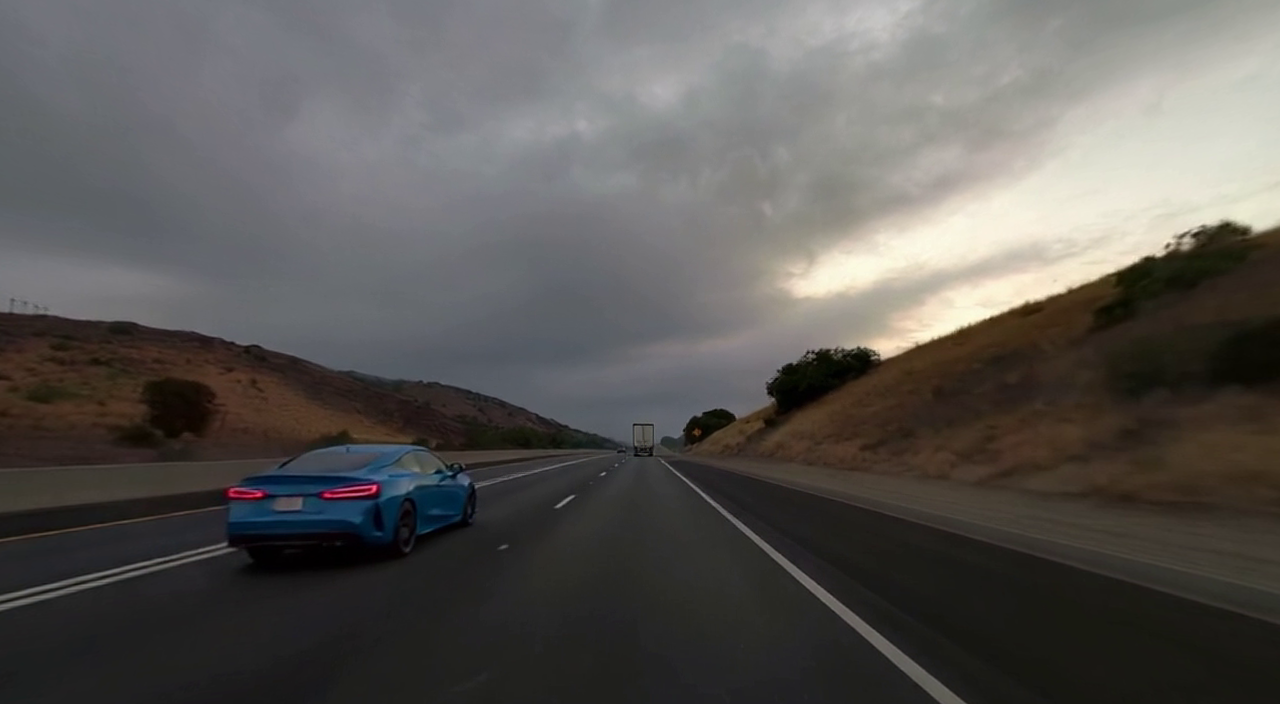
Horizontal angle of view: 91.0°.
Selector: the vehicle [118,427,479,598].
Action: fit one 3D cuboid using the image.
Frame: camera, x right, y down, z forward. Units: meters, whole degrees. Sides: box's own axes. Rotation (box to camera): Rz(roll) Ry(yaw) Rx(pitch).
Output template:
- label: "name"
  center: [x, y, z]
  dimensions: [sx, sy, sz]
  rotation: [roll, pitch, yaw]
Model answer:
- label: "vehicle"
  center: [-3.844, 1.869, 8.383]
  dimensions: [2.038, 1.596, 4.769]
  rotation: [0, -8, 1]
